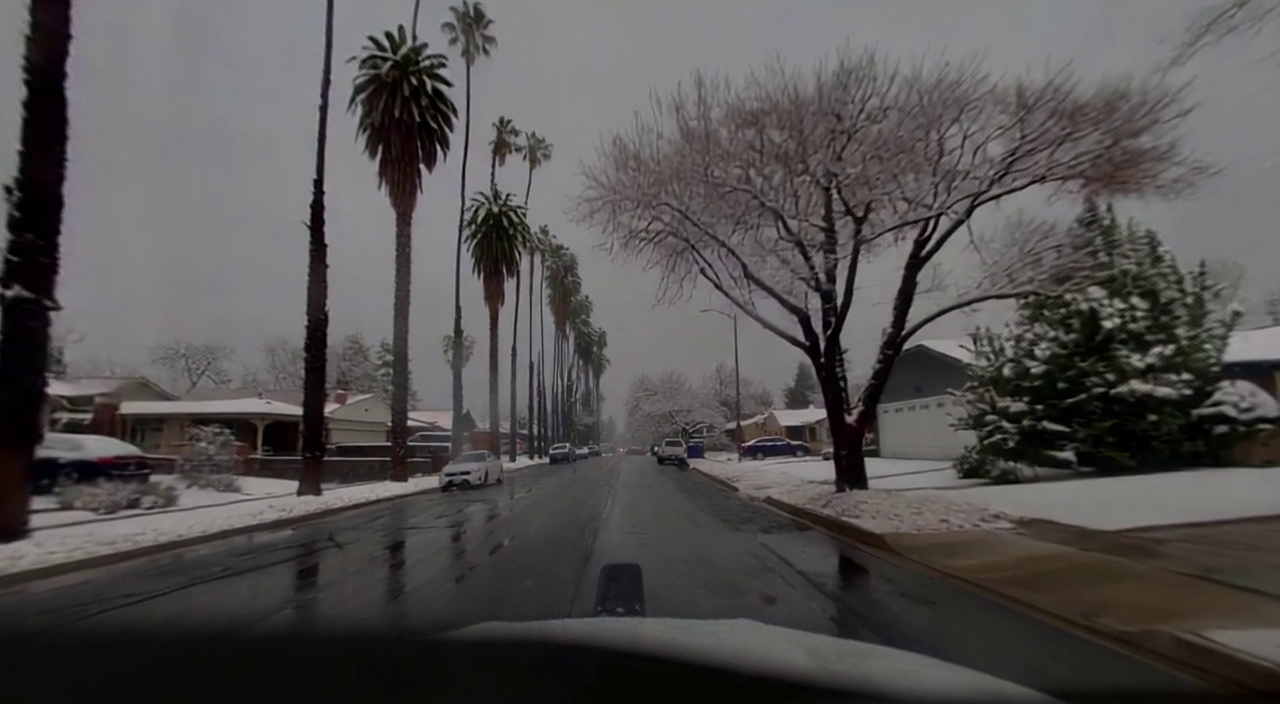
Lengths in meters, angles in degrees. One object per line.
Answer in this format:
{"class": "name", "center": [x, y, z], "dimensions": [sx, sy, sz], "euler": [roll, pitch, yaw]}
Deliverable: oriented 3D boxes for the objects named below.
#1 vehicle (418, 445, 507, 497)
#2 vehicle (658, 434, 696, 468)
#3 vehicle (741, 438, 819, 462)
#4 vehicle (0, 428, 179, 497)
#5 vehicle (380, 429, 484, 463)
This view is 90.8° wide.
{"class": "vehicle", "center": [-5.972, 4.029, 21.832], "dimensions": [1.949, 1.511, 4.466], "euler": [0, -8, -2]}
{"class": "vehicle", "center": [2.373, 6.579, 42.074], "dimensions": [2.184, 2.038, 6.212], "euler": [0, -8, 0]}
{"class": "vehicle", "center": [9.022, 6.348, 41.037], "dimensions": [4.643, 1.520, 1.826], "euler": [0, -8, 1]}
{"class": "vehicle", "center": [-13.233, 2.435, 14.094], "dimensions": [4.283, 1.400, 1.926], "euler": [0, -8, -2]}
{"class": "vehicle", "center": [-12.315, 5.623, 37.787], "dimensions": [5.340, 1.948, 2.398], "euler": [0, -8, -1]}
